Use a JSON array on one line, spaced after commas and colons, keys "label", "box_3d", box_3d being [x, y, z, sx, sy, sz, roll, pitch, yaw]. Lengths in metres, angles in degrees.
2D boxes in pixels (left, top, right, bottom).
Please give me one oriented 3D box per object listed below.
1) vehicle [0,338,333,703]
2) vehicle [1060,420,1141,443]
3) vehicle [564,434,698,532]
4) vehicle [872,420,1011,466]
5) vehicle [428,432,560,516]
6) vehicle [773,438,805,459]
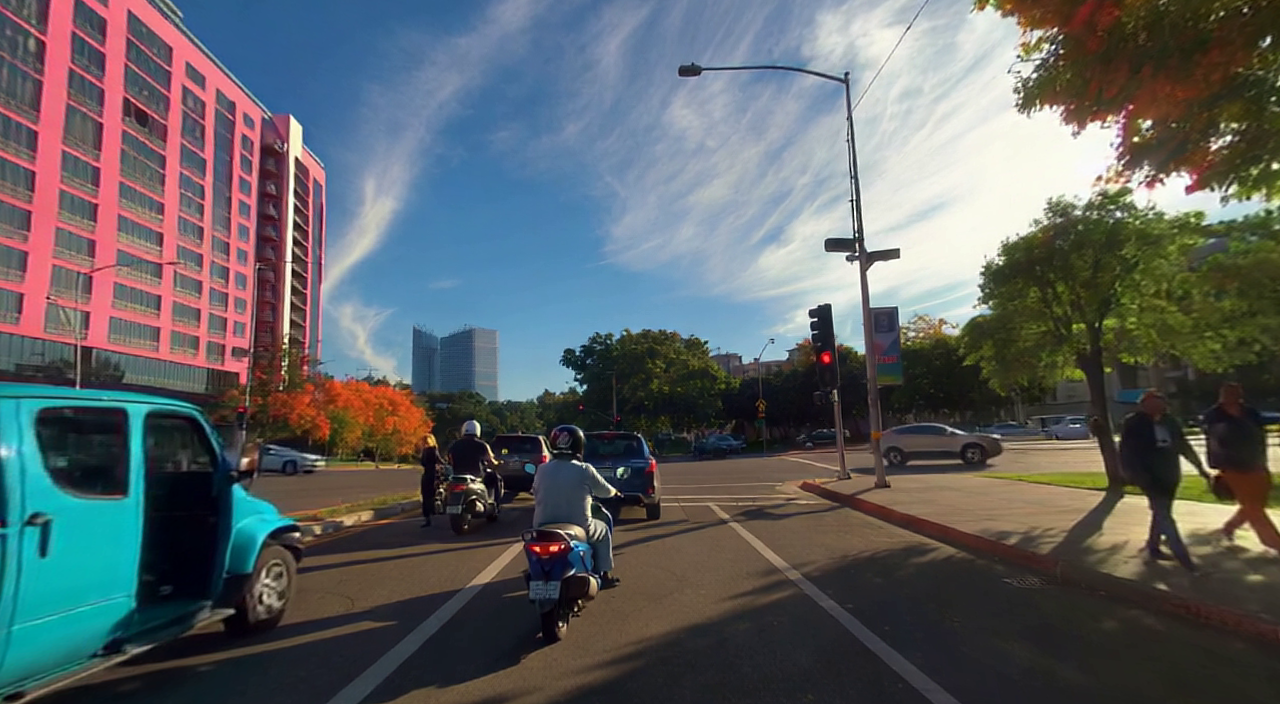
[{"label": "vehicle", "box_3d": [-3.607, 0.898, 2.795, 2.000, 1.809, 4.855, 0, -9, 0]}, {"label": "vehicle", "box_3d": [30.774, 5.343, 42.179, 1.751, 1.420, 4.027, 8, -12, -42]}, {"label": "vehicle", "box_3d": [-0.102, 2.295, 11.618, 2.025, 1.458, 4.085, -1, -9, 1]}, {"label": "vehicle", "box_3d": [13.035, 3.996, 27.609, 5.226, 1.840, 2.016, -4, -9, 22]}, {"label": "vehicle", "box_3d": [-3.123, 2.705, 14.438, 1.935, 1.615, 4.073, -1, -9, 2]}, {"label": "vehicle", "box_3d": [11.494, 7.397, 48.366, 1.862, 1.456, 4.661, -3, -9, 19]}]
